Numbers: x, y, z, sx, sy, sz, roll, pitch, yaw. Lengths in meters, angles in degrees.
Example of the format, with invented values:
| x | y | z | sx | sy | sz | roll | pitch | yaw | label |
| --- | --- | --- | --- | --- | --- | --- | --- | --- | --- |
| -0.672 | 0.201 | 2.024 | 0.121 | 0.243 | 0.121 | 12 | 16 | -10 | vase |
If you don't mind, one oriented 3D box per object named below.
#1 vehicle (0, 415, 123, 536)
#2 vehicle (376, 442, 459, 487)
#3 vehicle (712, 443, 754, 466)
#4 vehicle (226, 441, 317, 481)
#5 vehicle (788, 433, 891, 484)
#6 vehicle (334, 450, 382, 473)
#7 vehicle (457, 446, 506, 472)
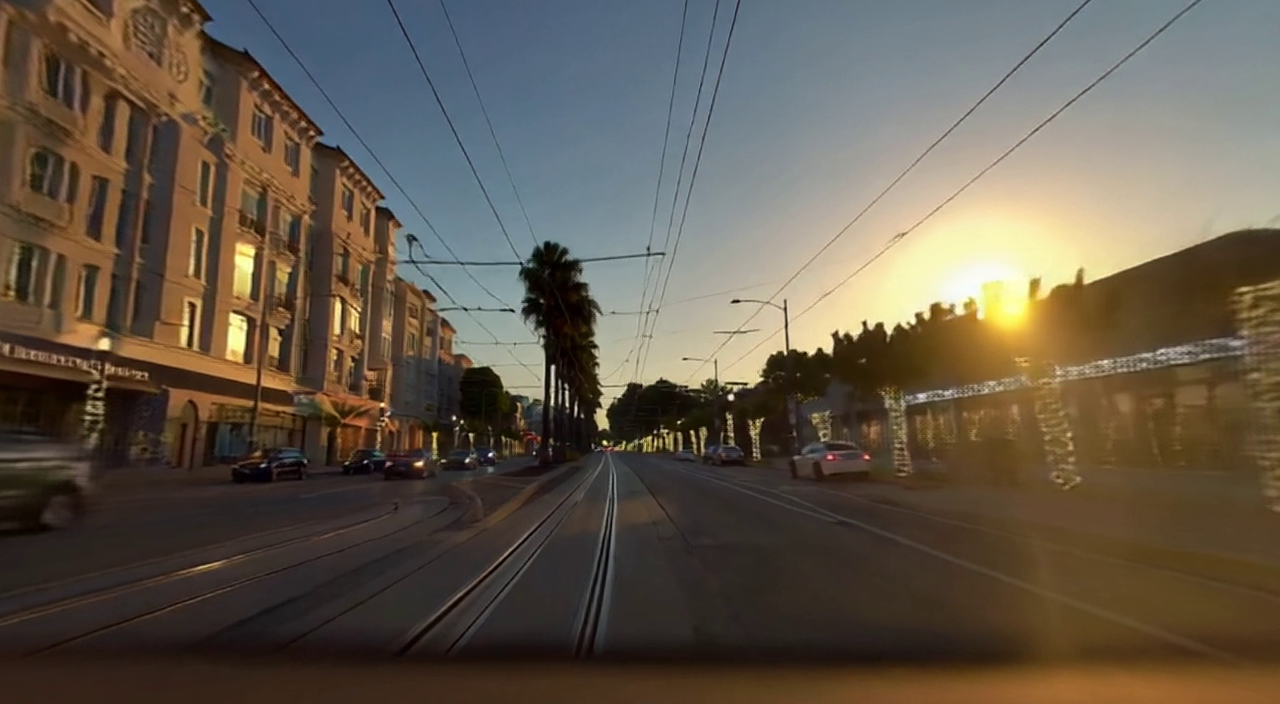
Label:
| x | y | z | sx | sy | sz | roll | pitch | yaw | label |
| --- | --- | --- | --- | --- | --- | --- | --- | --- | --- |
| -11.173 | 1.948 | 9.921 | 2.127 | 1.892 | 4.655 | 0 | -8 | -1 | vehicle |
| -8.688 | 4.398 | 24.983 | 2.013 | 1.590 | 4.241 | 0 | -8 | -4 | vehicle |
| 6.442 | 7.183 | 44.206 | 1.816 | 1.488 | 4.102 | 1 | -9 | -7 | vehicle |
| -18.235 | 5.396 | 31.450 | 1.974 | 1.808 | 4.373 | 0 | -8 | -2 | vehicle |
| 7.322 | 3.953 | 23.737 | 1.995 | 1.677 | 4.863 | 0 | -8 | -4 | vehicle |
| -18.706 | 7.234 | 41.869 | 1.819 | 1.450 | 3.003 | 0 | -8 | -1 | vehicle |
| -9.873 | 6.681 | 39.566 | 2.046 | 1.475 | 4.426 | 0 | -8 | -2 | vehicle |
